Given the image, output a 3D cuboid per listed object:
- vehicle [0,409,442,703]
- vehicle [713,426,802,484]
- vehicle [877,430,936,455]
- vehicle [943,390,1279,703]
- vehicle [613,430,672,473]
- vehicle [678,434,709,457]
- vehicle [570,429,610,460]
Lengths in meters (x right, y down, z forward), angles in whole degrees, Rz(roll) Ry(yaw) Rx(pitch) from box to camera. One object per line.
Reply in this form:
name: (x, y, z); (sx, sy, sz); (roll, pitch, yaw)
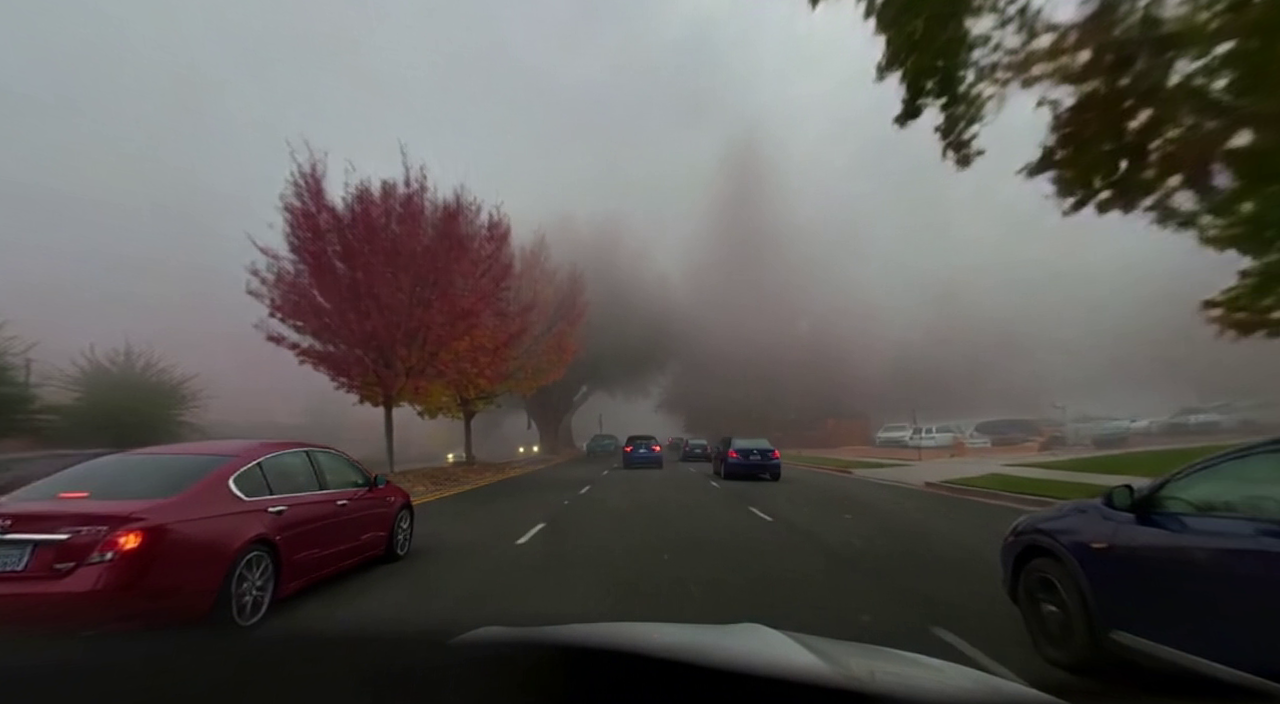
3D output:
vehicle: (-3.494, 1.369, 5.418); (1.997, 1.479, 4.547); (0, -8, 1)
vehicle: (3.661, 3.324, 20.504); (2.019, 1.675, 4.488); (0, -8, 0)
vehicle: (18.214, 6.273, 43.104); (1.767, 1.400, 4.107); (-4, -10, -7)
vehicle: (3.384, 0.926, 2.586); (2.060, 1.474, 4.475); (0, -8, 1)
vehicle: (0.099, 4.161, 26.416); (2.293, 1.662, 4.262); (0, -8, 0)
vehicle: (4.208, 7.431, 49.961); (2.067, 1.687, 4.163); (0, -8, -1)
vehicle: (-3.403, 6.467, 43.876); (2.246, 2.062, 5.123); (0, -8, 1)
